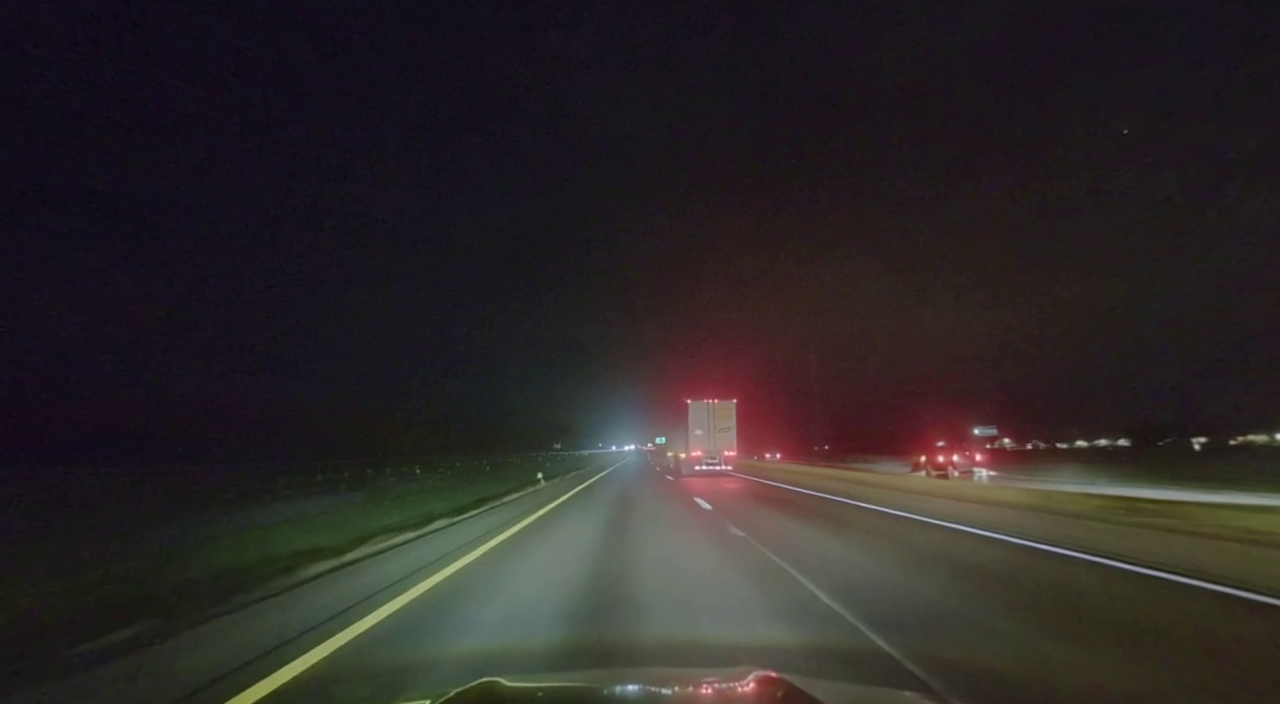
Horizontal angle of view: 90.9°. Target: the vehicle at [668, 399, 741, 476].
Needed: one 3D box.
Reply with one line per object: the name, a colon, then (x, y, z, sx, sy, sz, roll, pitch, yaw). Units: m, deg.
vehicle: (3.749, 5.503, 39.885, 3.175, 4.103, 11.612, 0, -9, -1)
